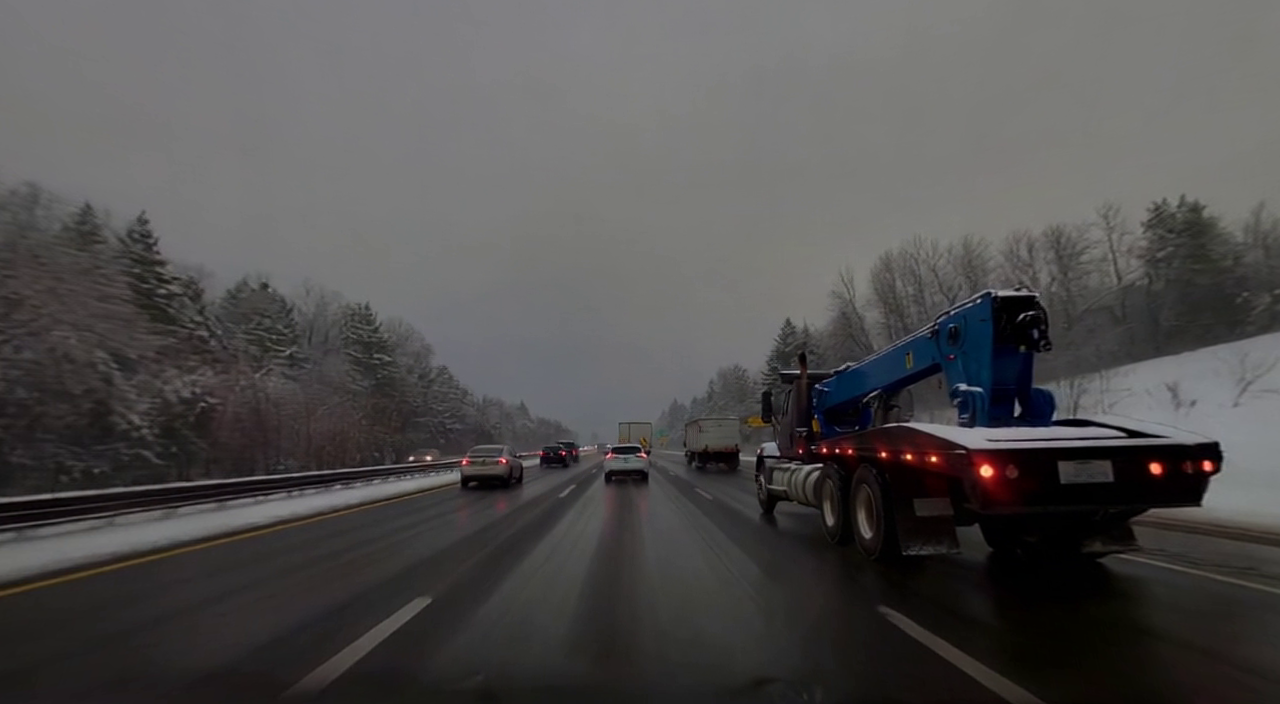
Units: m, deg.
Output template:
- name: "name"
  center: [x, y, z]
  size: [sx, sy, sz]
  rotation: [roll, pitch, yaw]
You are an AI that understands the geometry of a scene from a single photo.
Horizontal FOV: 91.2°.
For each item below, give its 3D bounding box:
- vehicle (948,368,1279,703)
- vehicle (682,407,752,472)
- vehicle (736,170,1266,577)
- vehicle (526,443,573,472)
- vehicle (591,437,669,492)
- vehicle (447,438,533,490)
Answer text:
- name: "vehicle"
  center: [3.903, 0.837, 2.235]
  size: [2.599, 1.631, 5.693]
  rotation: [0, -9, -2]
- name: "vehicle"
  center: [3.619, 4.379, 30.978]
  size: [2.416, 2.829, 7.016]
  rotation: [0, -9, -1]
- name: "vehicle"
  center: [3.738, 0.742, 9.730]
  size: [2.975, 3.618, 8.456]
  rotation: [0, -9, -1]
- name: "vehicle"
  center: [-4.898, 5.775, 34.564]
  size: [1.924, 1.481, 4.264]
  rotation: [0, -9, 1]
- name: "vehicle"
  center: [-0.325, 3.406, 19.263]
  size: [2.150, 1.498, 3.988]
  rotation: [0, -9, -1]
- name: "vehicle"
  center: [-4.837, 3.673, 20.784]
  size: [1.858, 1.527, 3.974]
  rotation: [0, -9, 0]
